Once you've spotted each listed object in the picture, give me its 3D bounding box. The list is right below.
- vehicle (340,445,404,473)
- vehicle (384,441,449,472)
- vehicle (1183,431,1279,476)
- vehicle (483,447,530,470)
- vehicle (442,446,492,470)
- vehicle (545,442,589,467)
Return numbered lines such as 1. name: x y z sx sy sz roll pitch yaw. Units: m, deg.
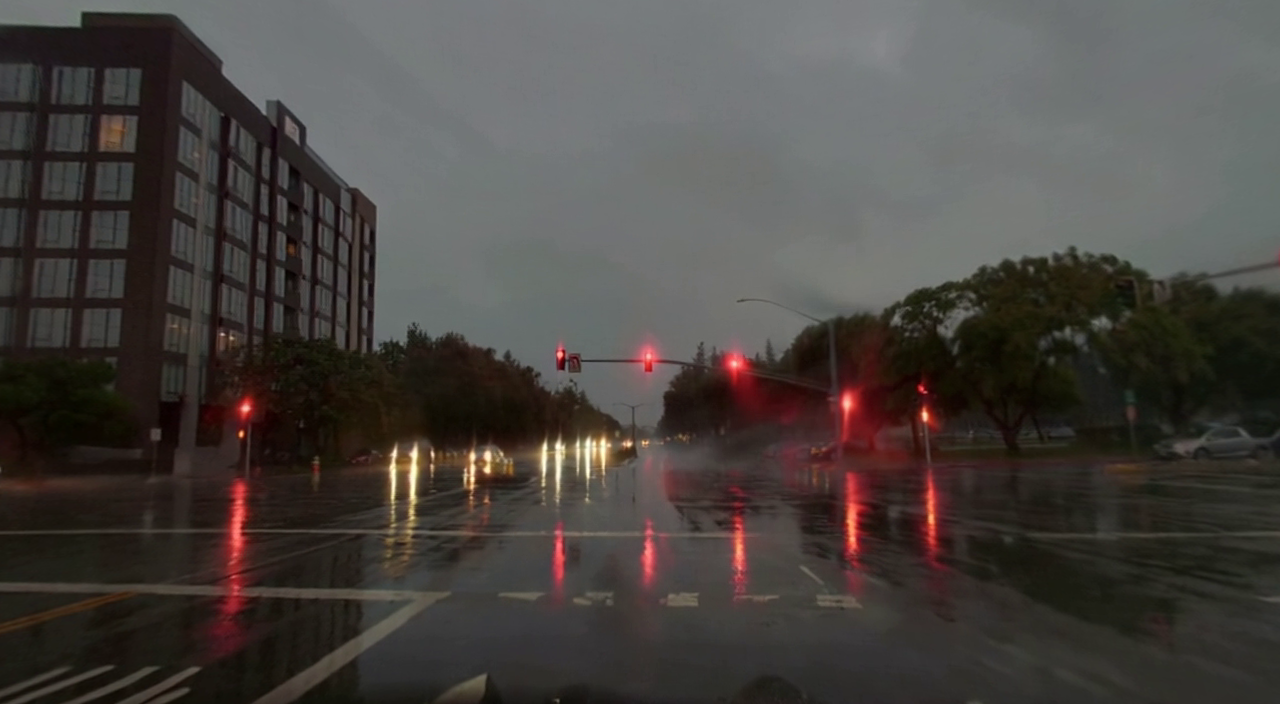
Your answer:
1. vehicle: -18.556 7.412 44.085 2.237 1.842 5.116 0 -9 0
2. vehicle: -15.140 7.124 43.247 2.340 1.946 5.450 -1 -9 2
3. vehicle: 22.324 3.566 22.357 4.474 1.477 1.908 0 -9 -2
4. vehicle: -8.059 6.451 38.391 1.910 1.288 4.093 -1 -9 1
5. vehicle: -11.647 7.149 42.811 2.003 1.476 4.297 -1 -9 2
6. vehicle: -4.567 6.510 40.236 2.109 1.461 4.637 -1 -9 2
